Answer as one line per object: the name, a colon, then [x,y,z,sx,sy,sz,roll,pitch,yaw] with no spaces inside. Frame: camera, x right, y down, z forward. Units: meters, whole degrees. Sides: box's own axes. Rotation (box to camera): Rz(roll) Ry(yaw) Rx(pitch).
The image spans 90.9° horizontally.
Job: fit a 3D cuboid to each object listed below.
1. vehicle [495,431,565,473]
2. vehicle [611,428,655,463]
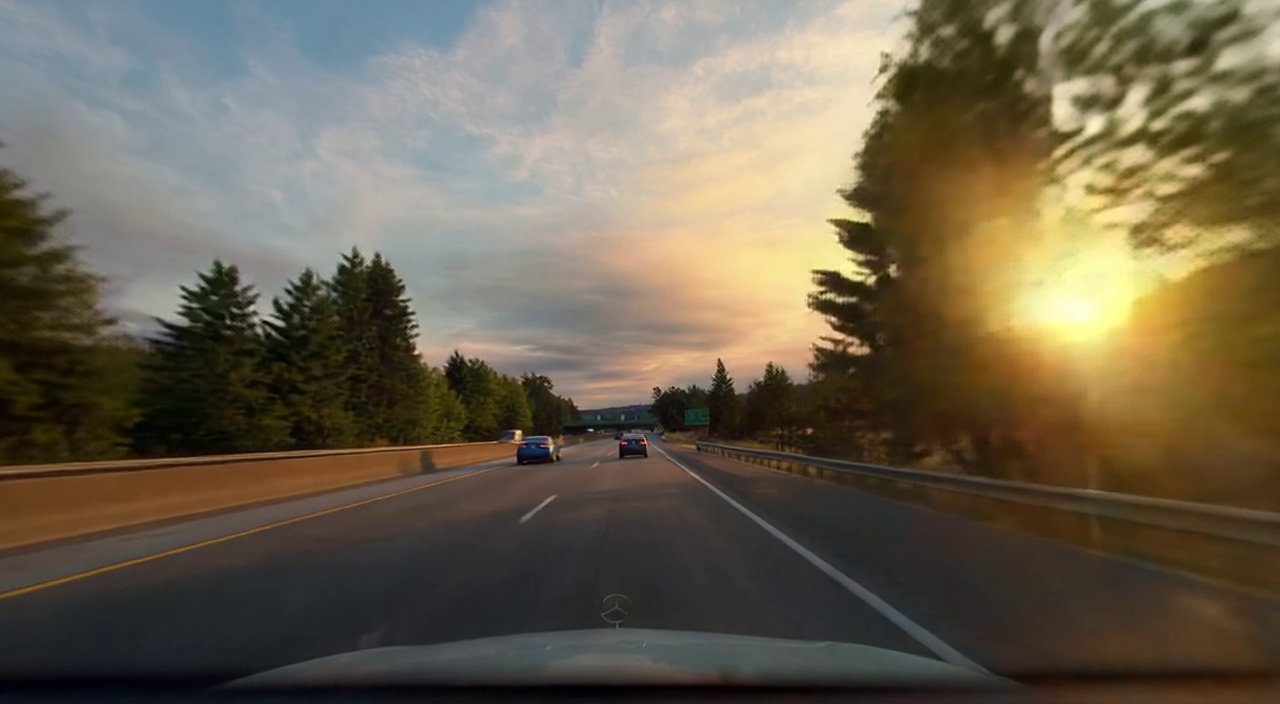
vehicle: [-4.256,3.912,24.986,2.030,1.491,4.046,0,-8,0]
vehicle: [-0.335,4.824,32.639,2.134,1.654,4.174,0,-8,0]
